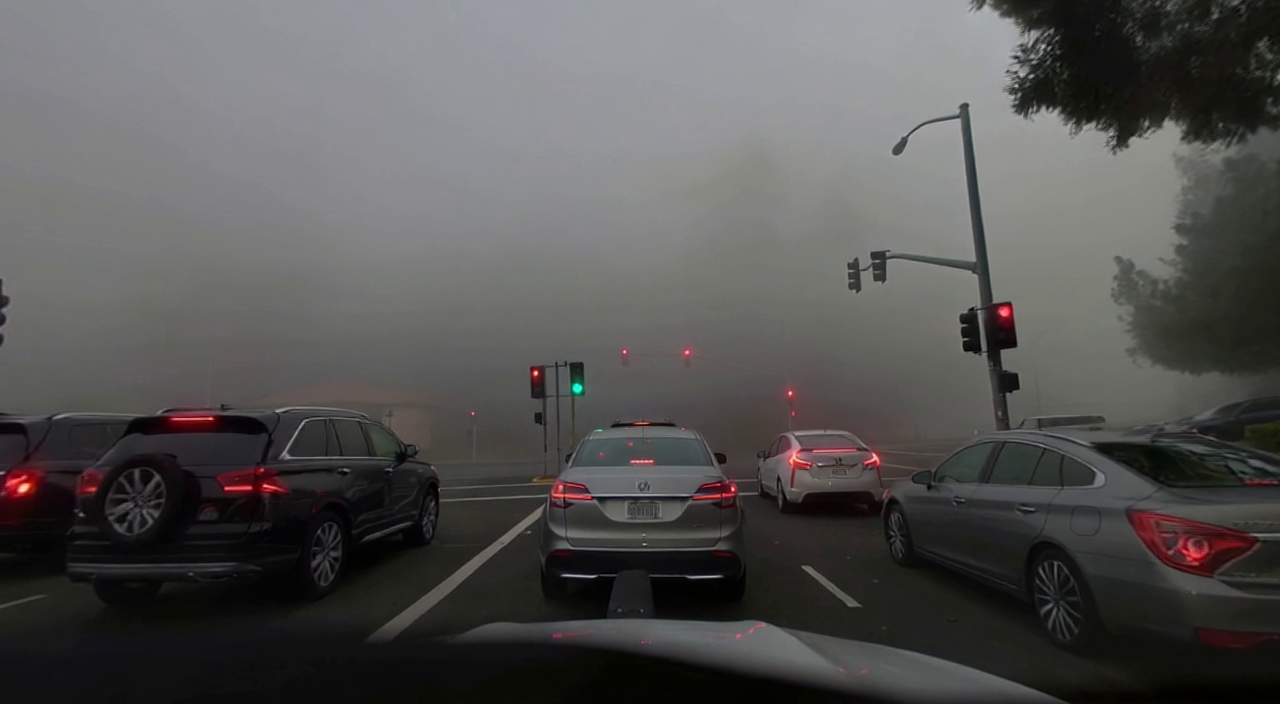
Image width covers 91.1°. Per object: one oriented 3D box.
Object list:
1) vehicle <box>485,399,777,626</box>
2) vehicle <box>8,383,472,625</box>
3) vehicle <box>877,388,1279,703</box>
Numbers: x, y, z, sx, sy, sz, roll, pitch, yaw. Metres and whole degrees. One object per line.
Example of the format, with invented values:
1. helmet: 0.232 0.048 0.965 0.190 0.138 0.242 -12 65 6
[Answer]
1. vehicle: -0.042 1.395 6.306 2.047 1.579 3.642 0 -8 1
2. vehicle: -3.548 1.428 6.858 2.014 1.755 4.360 0 -8 3
3. vehicle: 3.596 1.204 4.603 2.010 1.486 4.498 0 -8 1
